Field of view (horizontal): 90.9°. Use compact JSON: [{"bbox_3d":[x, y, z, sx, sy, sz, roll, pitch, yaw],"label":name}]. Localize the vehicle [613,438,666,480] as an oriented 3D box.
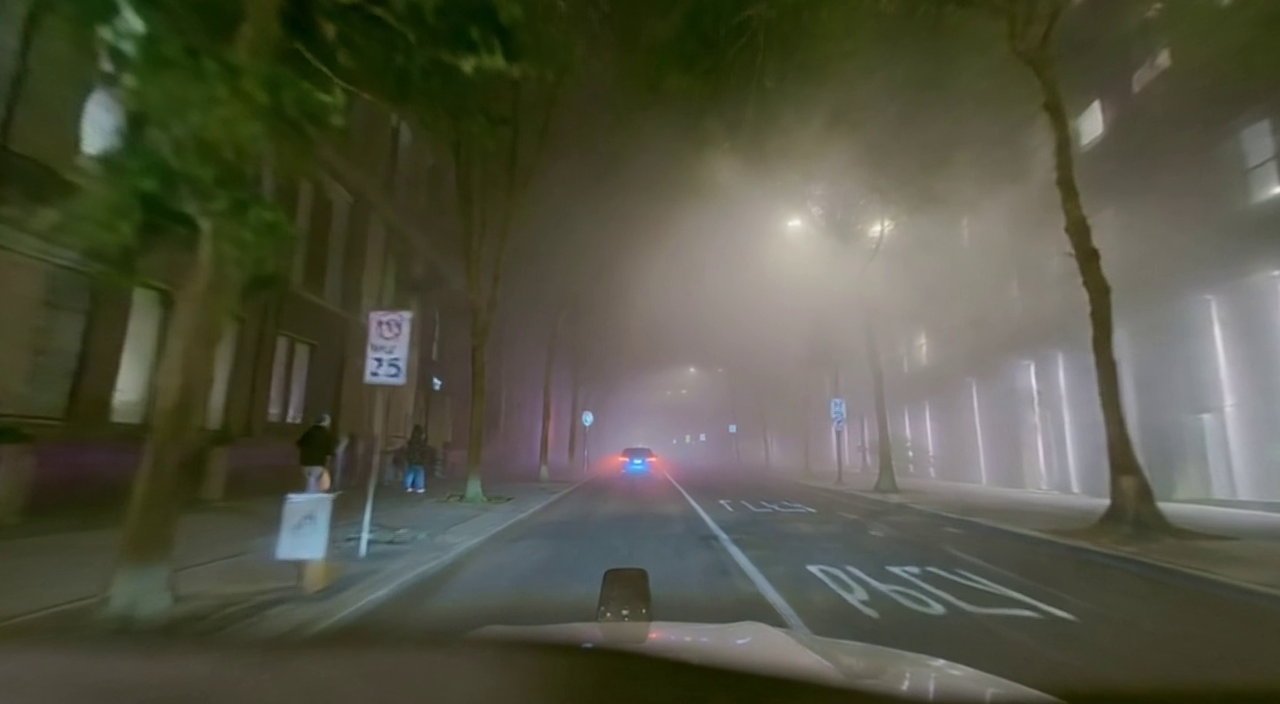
[{"bbox_3d":[-0.060,4.533,26.864,2.079,1.621,3.861,0,-9,-1],"label":"vehicle"}]
